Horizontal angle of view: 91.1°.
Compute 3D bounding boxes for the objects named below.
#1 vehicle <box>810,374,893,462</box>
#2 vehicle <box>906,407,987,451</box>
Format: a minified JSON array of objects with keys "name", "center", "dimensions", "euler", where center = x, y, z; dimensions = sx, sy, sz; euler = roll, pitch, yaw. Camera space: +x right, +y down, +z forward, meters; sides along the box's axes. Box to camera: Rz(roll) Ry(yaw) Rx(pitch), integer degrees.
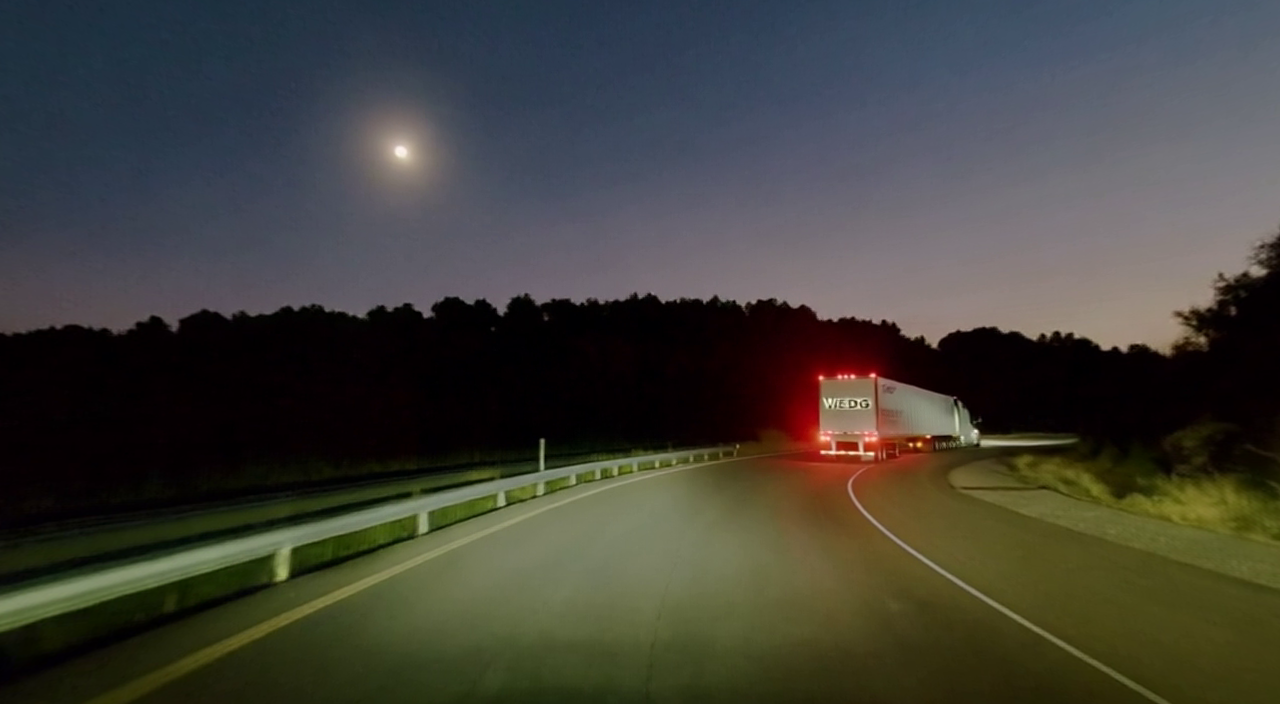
[{"name":"vehicle","center":[9.795,3.085,28.959],"dimensions":[2.963,3.771,3.137],"euler":[-4,-9,28]},{"name":"vehicle","center":[19.238,4.854,39.222],"dimensions":[6.650,2.524,2.120],"euler":[7,-10,-42]}]
